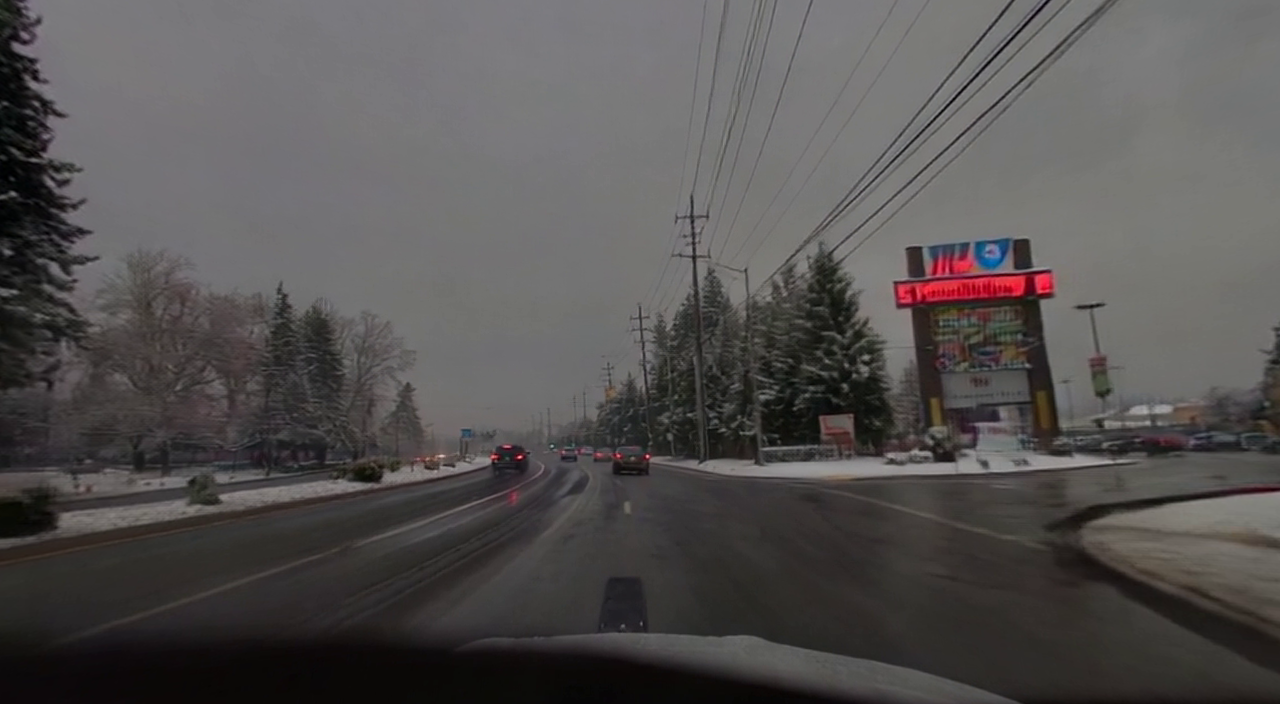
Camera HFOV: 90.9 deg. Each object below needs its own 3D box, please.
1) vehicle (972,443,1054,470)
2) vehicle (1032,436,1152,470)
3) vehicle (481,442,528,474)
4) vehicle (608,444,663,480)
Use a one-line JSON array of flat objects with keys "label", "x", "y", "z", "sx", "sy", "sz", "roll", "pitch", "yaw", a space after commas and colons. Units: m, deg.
[{"label": "vehicle", "x": 25.310, "y": 7.099, "z": 42.920, "sx": 4.350, "sy": 1.447, "sz": 1.696, "roll": -6, "pitch": -10, "yaw": 10}, {"label": "vehicle", "x": 23.776, "y": 5.356, "z": 33.339, "sx": 4.834, "sy": 1.495, "sz": 1.785, "roll": 1, "pitch": -9, "yaw": 9}, {"label": "vehicle", "x": -8.025, "y": 6.308, "z": 37.776, "sx": 2.195, "sy": 1.752, "sz": 4.515, "roll": 1, "pitch": -8, "yaw": -6}, {"label": "vehicle", "x": -0.287, "y": 5.046, "z": 29.278, "sx": 2.130, "sy": 1.476, "sz": 4.453, "roll": 1, "pitch": -8, "yaw": -6}]
